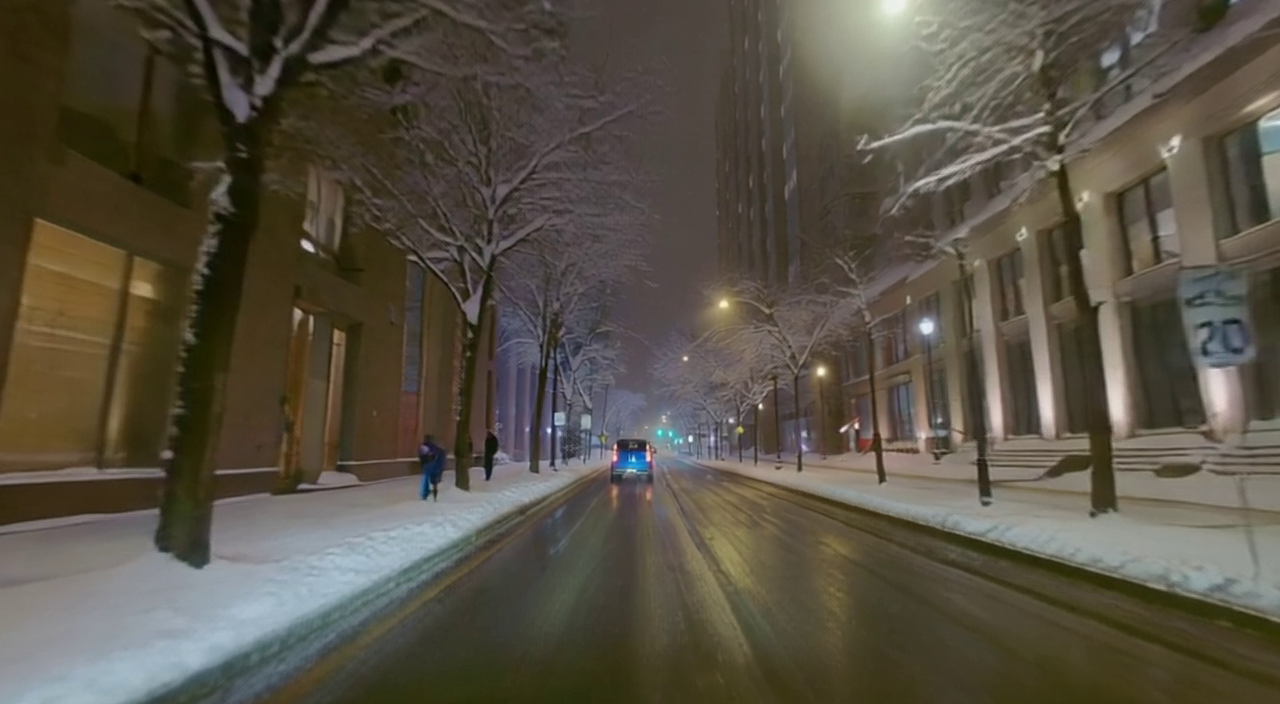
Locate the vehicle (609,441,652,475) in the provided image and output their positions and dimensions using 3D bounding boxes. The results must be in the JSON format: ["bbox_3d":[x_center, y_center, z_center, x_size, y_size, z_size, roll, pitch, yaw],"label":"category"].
[{"bbox_3d":[-0.467,5.356,32.067,2.079,1.621,3.861,0,-9,-1],"label":"vehicle"}]
